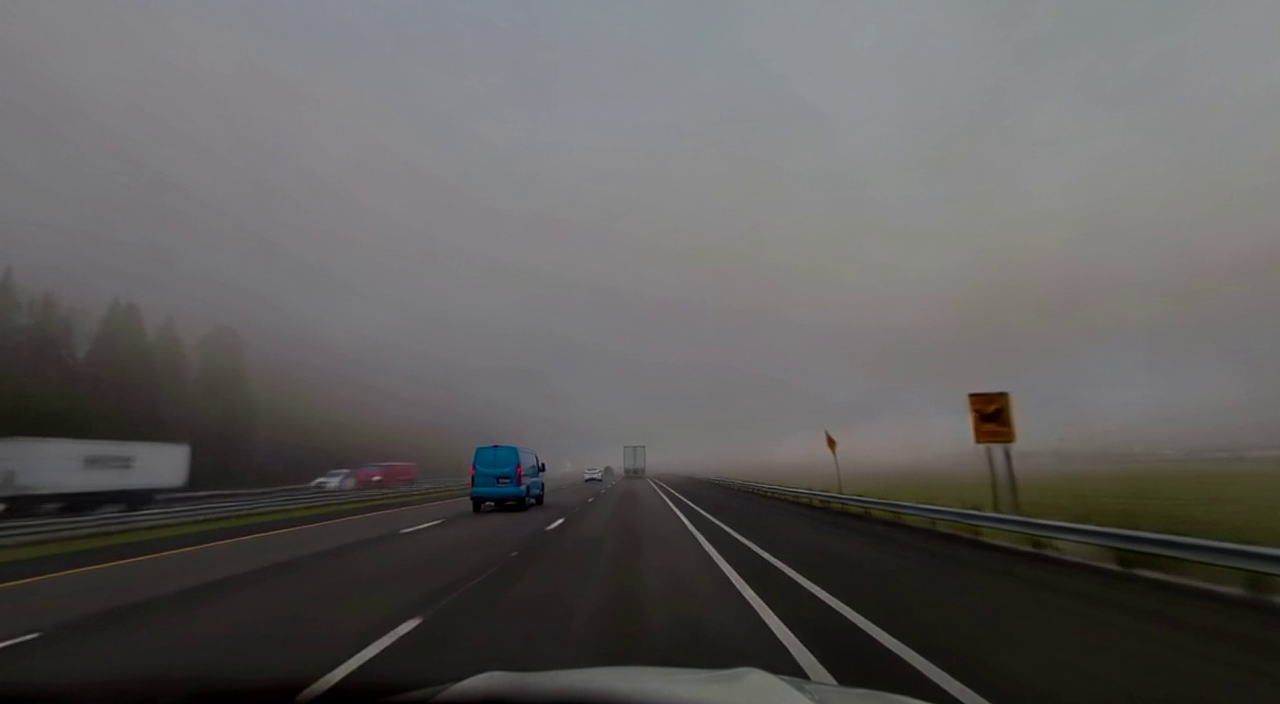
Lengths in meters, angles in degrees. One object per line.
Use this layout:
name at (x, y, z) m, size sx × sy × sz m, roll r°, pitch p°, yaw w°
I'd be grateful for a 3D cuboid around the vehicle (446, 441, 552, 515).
vehicle at (-4.203, 3.907, 19.762) m, size 2.208 × 1.973 × 4.716 m, roll 1°, pitch -10°, yaw 0°
